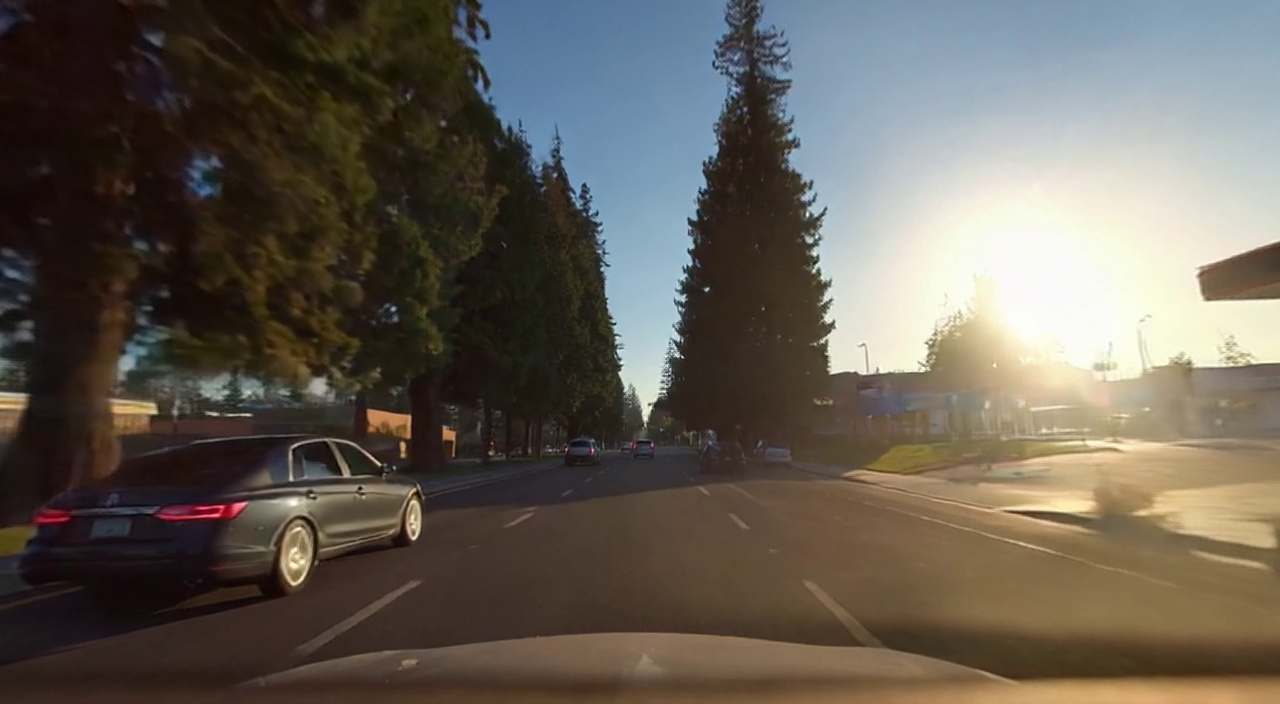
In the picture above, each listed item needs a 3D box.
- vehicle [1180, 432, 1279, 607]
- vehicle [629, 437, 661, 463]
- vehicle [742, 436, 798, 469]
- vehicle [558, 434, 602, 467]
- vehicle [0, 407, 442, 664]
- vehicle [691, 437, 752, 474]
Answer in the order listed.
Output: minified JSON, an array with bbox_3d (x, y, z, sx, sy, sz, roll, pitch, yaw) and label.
[{"bbox_3d":[6.177,1.180,3.864,1.856,1.421,4.357,0,-8,0],"label":"vehicle"},{"bbox_3d":[0.288,6.140,39.583,1.922,1.579,3.642,0,-8,0],"label":"vehicle"},{"bbox_3d":[6.620,5.167,32.547,1.983,1.599,4.243,0,-8,0],"label":"vehicle"},{"bbox_3d":[-3.348,5.632,36.076,2.051,1.747,4.370,0,-8,1],"label":"vehicle"},{"bbox_3d":[-3.915,1.476,6.444,1.988,1.530,5.155,0,-8,2],"label":"vehicle"},{"bbox_3d":[3.437,4.481,27.519,2.010,1.486,4.498,0,-8,-1],"label":"vehicle"}]
